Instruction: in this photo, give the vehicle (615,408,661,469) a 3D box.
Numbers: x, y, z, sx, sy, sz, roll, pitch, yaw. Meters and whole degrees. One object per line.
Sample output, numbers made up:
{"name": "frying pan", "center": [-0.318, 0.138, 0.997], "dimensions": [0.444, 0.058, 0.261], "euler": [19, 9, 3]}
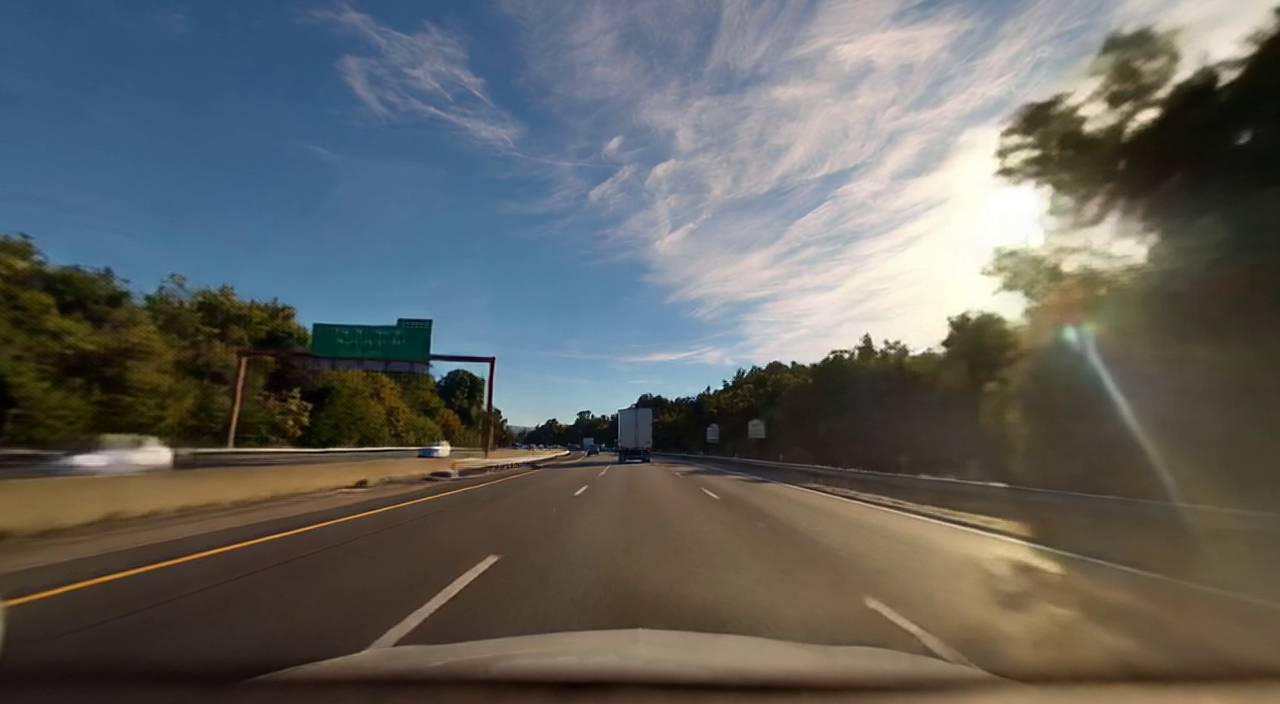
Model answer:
{"name": "vehicle", "center": [-0.316, 6.502, 46.764], "dimensions": [2.962, 3.953, 10.696], "euler": [0, -9, -3]}
